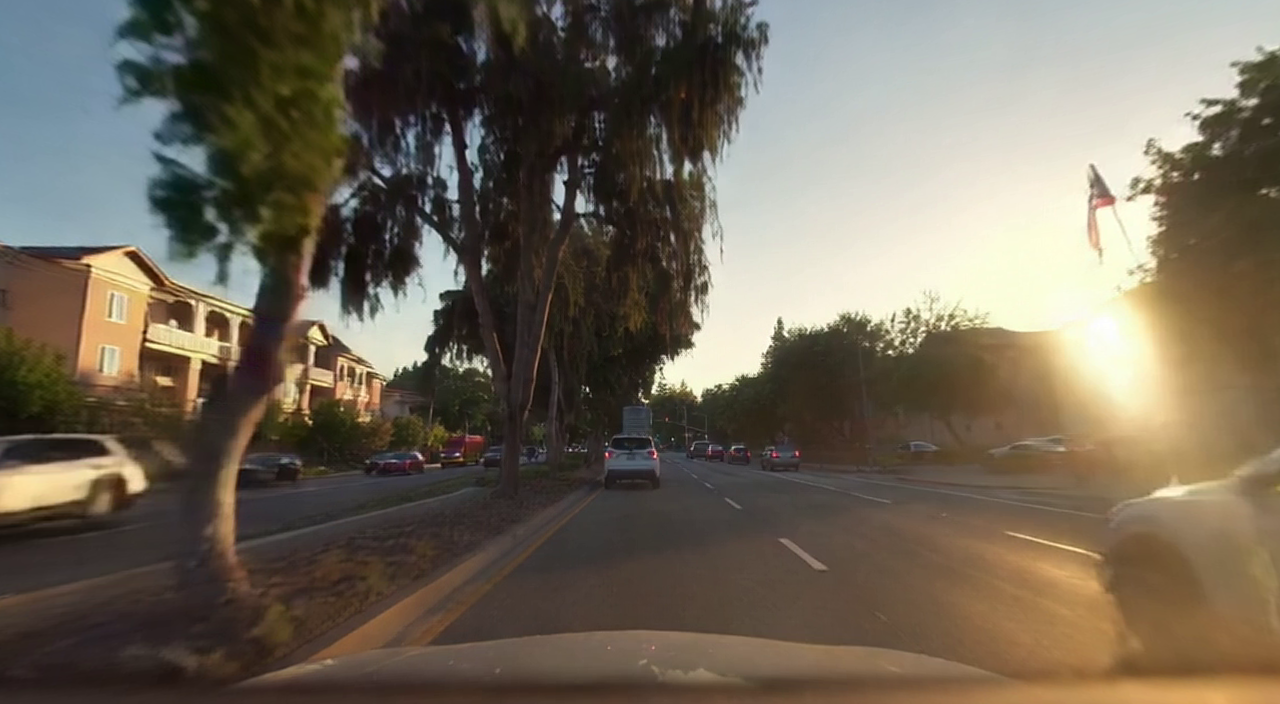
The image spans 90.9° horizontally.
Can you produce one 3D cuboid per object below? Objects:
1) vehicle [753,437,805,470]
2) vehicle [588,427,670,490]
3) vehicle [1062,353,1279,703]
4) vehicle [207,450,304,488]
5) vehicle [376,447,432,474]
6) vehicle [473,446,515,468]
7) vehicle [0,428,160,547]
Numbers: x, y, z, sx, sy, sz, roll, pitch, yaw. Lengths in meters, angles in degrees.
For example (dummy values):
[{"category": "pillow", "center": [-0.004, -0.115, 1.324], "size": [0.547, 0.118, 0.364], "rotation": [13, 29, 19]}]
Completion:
[{"category": "vehicle", "center": [7.706, 5.673, 35.389], "size": [1.971, 1.722, 4.341], "rotation": [0, -8, 0]}, {"category": "vehicle", "center": [-0.313, 3.383, 20.303], "size": [2.332, 1.798, 4.546], "rotation": [0, -8, 0]}, {"category": "vehicle", "center": [3.777, 0.722, 1.786], "size": [2.100, 1.689, 4.501], "rotation": [0, -8, 2]}, {"category": "vehicle", "center": [-20.236, 6.149, 33.471], "size": [2.001, 1.788, 4.776], "rotation": [0, -8, 1]}, {"category": "vehicle", "center": [-16.212, 7.440, 43.580], "size": [1.972, 1.723, 4.608], "rotation": [0, -8, 2]}, {"category": "vehicle", "center": [-10.336, 7.450, 45.015], "size": [1.907, 1.471, 4.410], "rotation": [0, -8, 1]}, {"category": "vehicle", "center": [-10.527, 2.145, 10.152], "size": [2.010, 1.760, 4.406], "rotation": [-1, -8, 1]}]
